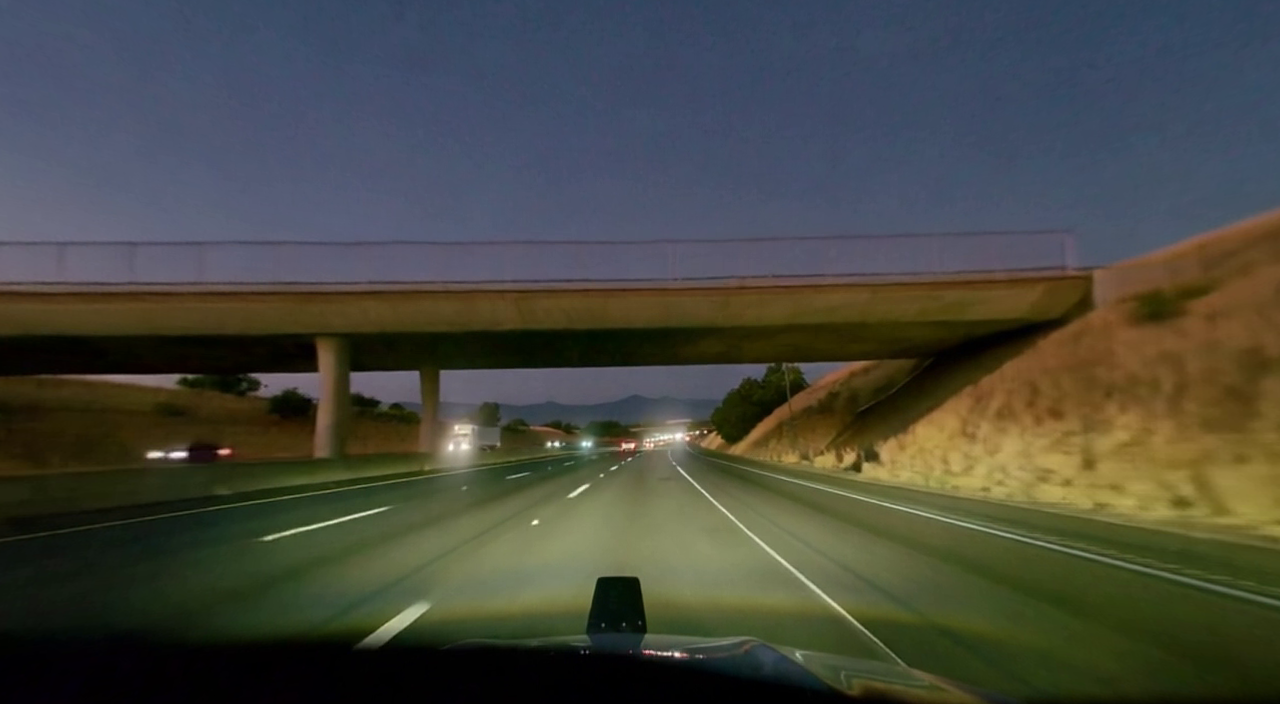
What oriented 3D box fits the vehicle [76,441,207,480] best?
[{"bbox_3d":[-24.607,5.349,31.468,2.048,1.763,5.363,-1,-9,2],"label":"vehicle"}]
